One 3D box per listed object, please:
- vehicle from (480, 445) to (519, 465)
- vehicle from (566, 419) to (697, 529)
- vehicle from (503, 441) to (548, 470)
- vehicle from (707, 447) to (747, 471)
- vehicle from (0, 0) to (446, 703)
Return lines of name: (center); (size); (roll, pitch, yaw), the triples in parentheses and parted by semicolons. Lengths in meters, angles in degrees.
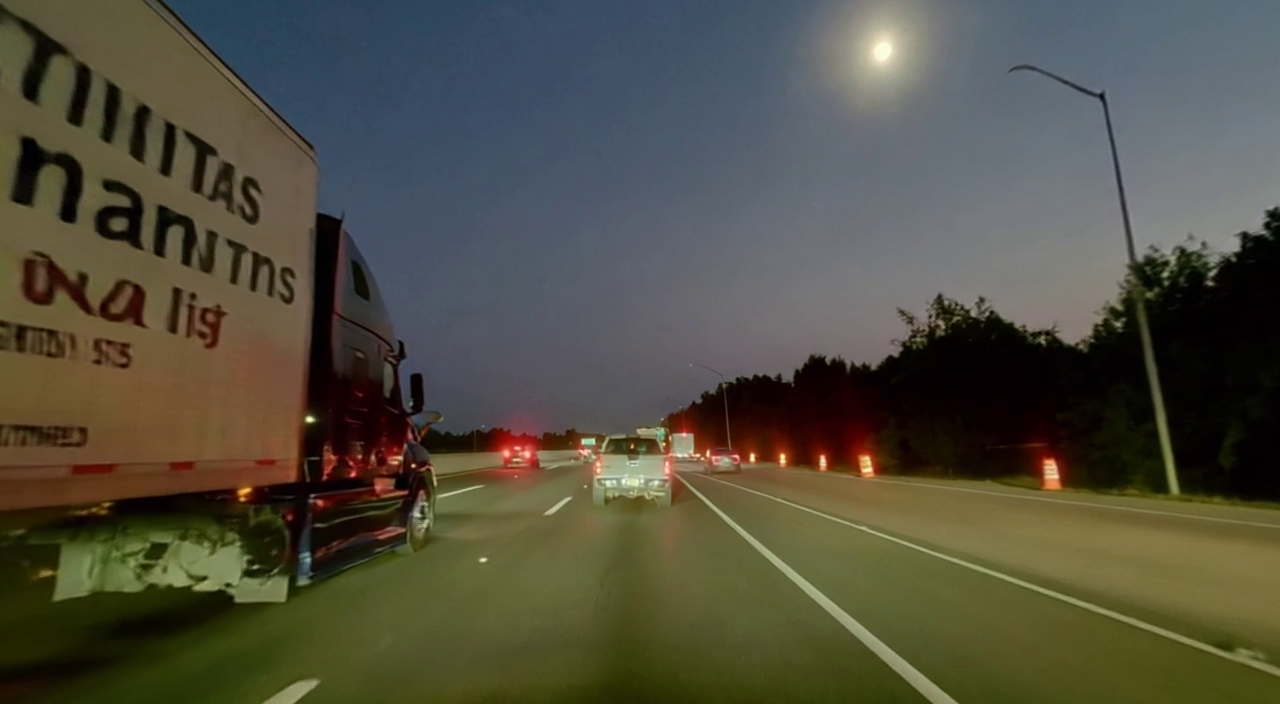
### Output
vehicle: (-11.019, 8.091, 49.647); (1.985, 1.496, 4.583); (0, -9, 0)
vehicle: (-0.155, 2.310, 12.394); (2.152, 1.779, 3.924); (0, -9, 0)
vehicle: (-7.091, 6.473, 39.537); (1.950, 1.716, 4.436); (0, -9, 1)
vehicle: (5.615, 6.966, 41.289); (1.918, 1.479, 4.571); (0, -9, -1)
vehicle: (-3.827, 0.043, 3.036); (2.990, 3.885, 8.243); (0, -9, 1)
